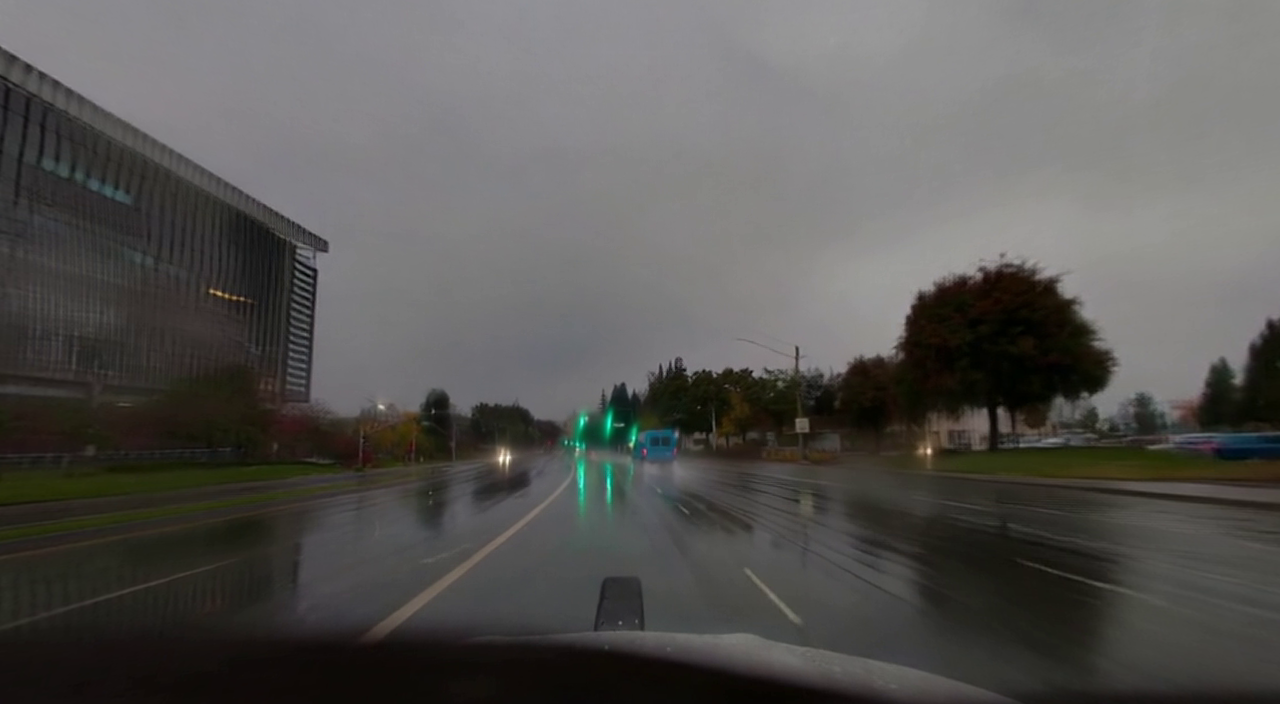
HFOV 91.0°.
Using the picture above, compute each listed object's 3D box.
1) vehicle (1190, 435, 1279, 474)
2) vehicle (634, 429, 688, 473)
[{"bbox_3d":[25.028,4.130,25.592,3.554,1.382,1.723,-3,-8,1],"label":"vehicle"},{"bbox_3d":[1.085,5.559,35.524,2.339,2.244,4.817,0,-8,-7],"label":"vehicle"}]
